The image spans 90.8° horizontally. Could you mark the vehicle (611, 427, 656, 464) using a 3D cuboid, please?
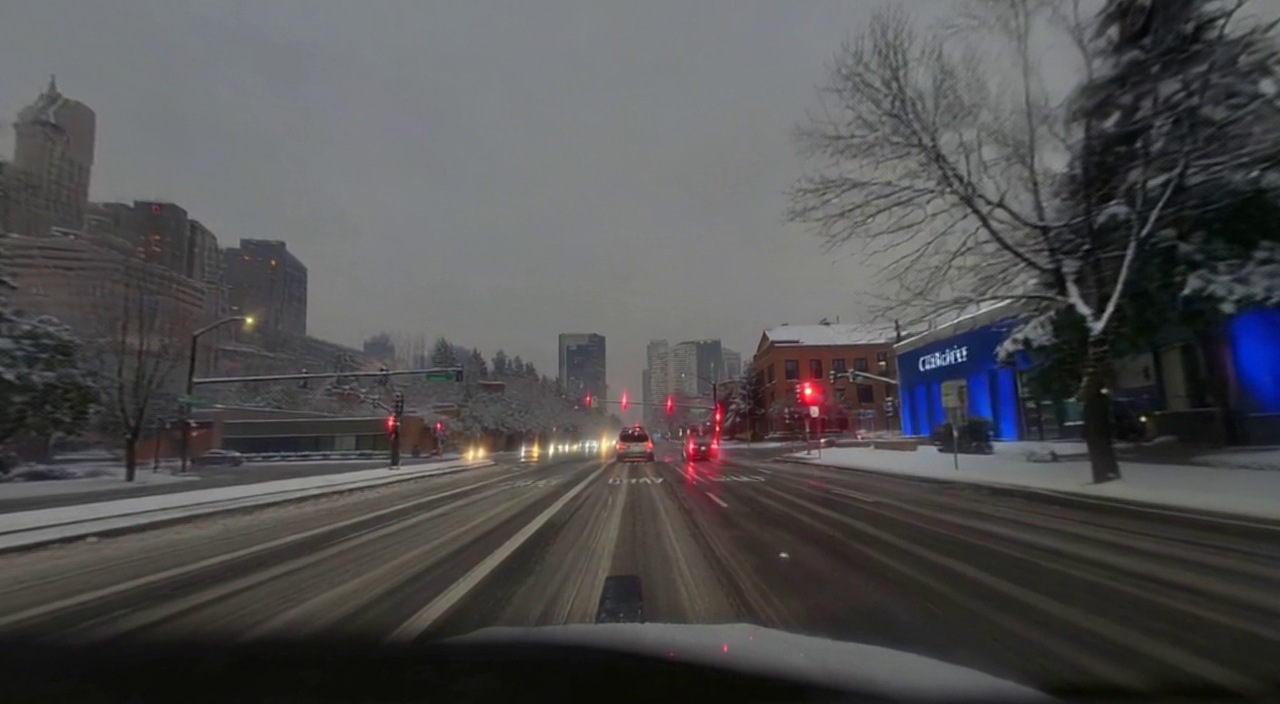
[{"bbox_3d":[-0.343,5.208,35.234,2.313,1.860,4.319,0,-8,0],"label":"vehicle"}]

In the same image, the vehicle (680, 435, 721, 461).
[{"bbox_3d":[3.577,5.773,38.149,2.080,1.472,4.401,0,-8,0],"label":"vehicle"}]
